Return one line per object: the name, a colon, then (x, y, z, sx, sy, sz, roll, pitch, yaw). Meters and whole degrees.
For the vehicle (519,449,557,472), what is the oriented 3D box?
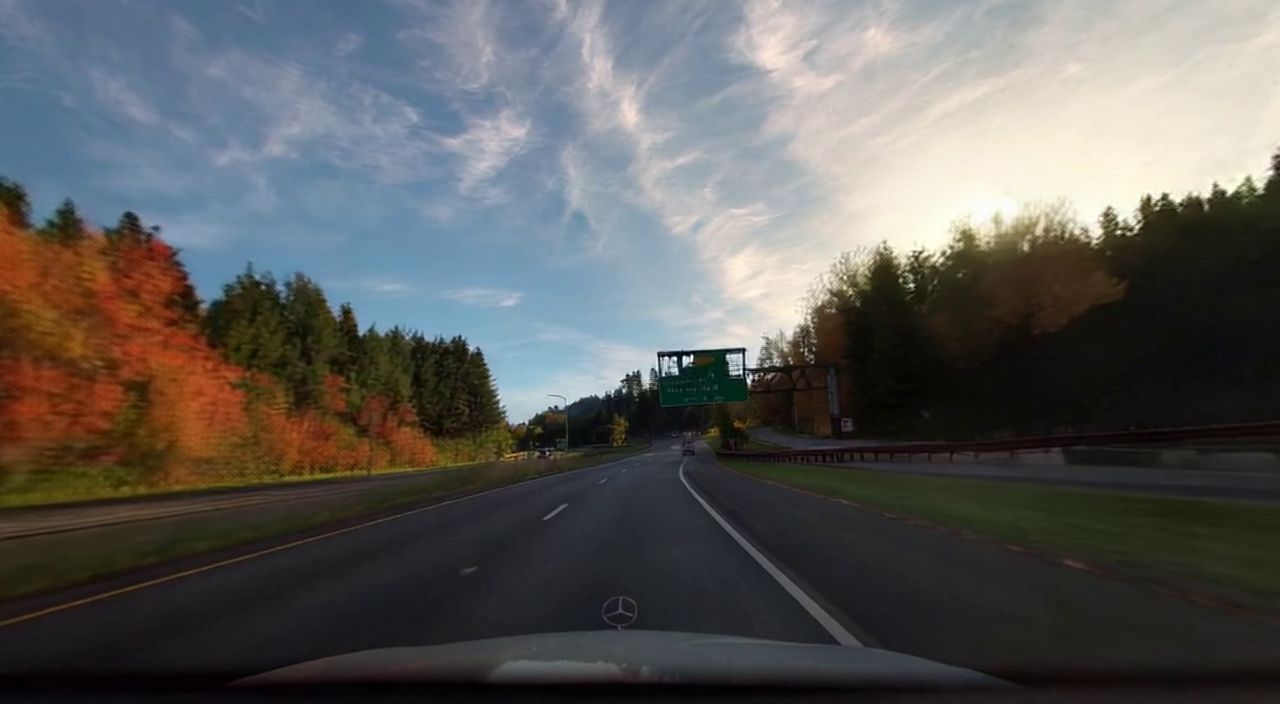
vehicle: (-7.225, 7.712, 44.691, 1.858, 1.498, 4.096, -1, -9, 3)
